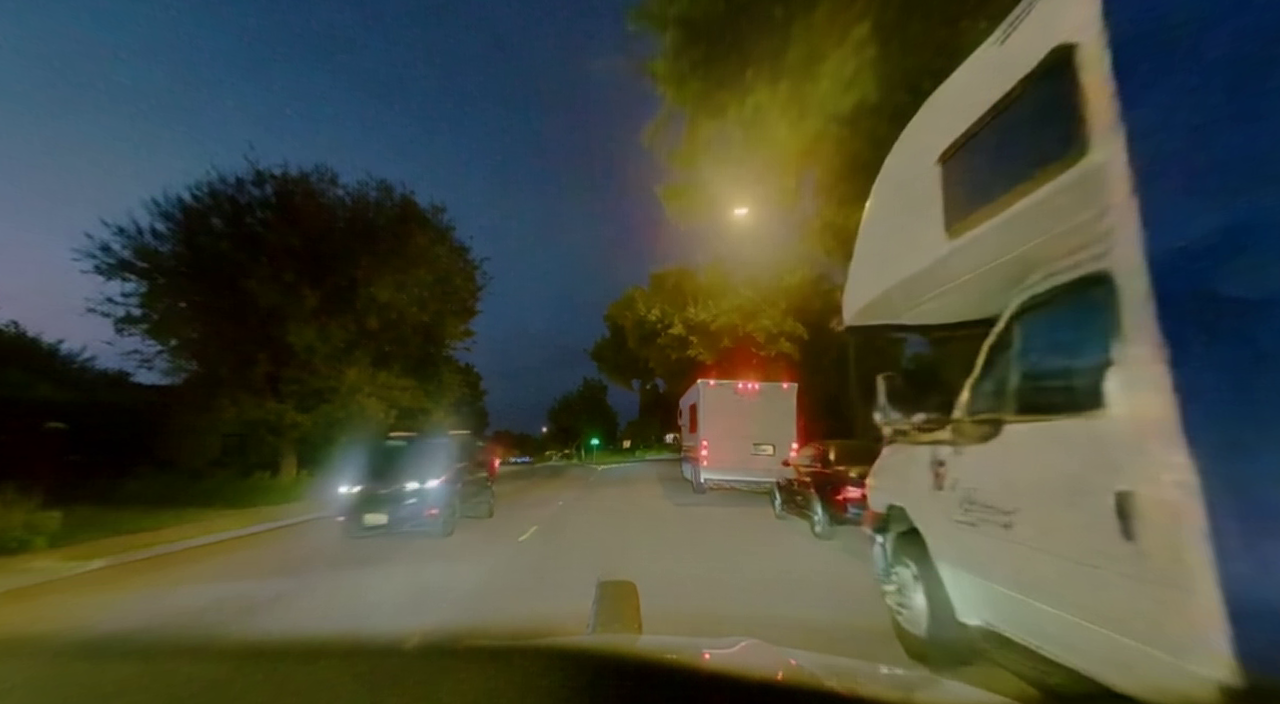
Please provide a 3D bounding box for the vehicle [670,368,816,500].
[{"bbox_3d":[2.733,2.654,20.032,2.915,3.243,8.972,0,-8,-1],"label":"vehicle"}]

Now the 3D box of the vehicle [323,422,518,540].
[{"bbox_3d":[-3.752,2.282,11.781,2.194,1.763,4.288,0,-8,-2],"label":"vehicle"}]

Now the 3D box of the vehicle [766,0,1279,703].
[{"bbox_3d":[3.028,-0.207,0.838,3.052,3.440,11.052,0,-8,-2],"label":"vehicle"}]
